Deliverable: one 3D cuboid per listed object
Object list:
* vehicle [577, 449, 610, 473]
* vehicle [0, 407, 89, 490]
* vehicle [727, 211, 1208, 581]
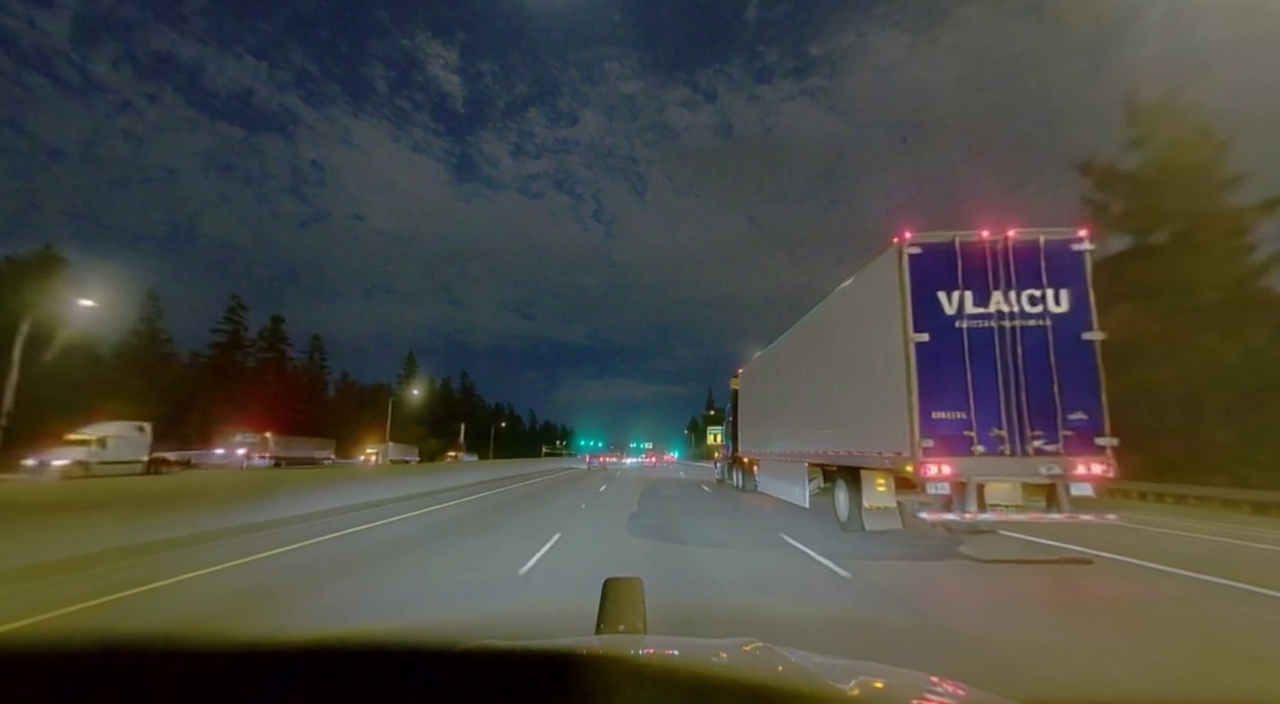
[{"bbox_3d":[-3.392,8.050,46.773,2.107,1.626,4.804,0,-9,0],"label":"vehicle"},{"bbox_3d":[-30.568,4.629,30.214,2.960,3.677,5.863,1,-9,-4],"label":"vehicle"},{"bbox_3d":[4.472,1.480,13.987,2.847,4.075,14.244,0,-9,-1],"label":"vehicle"}]
